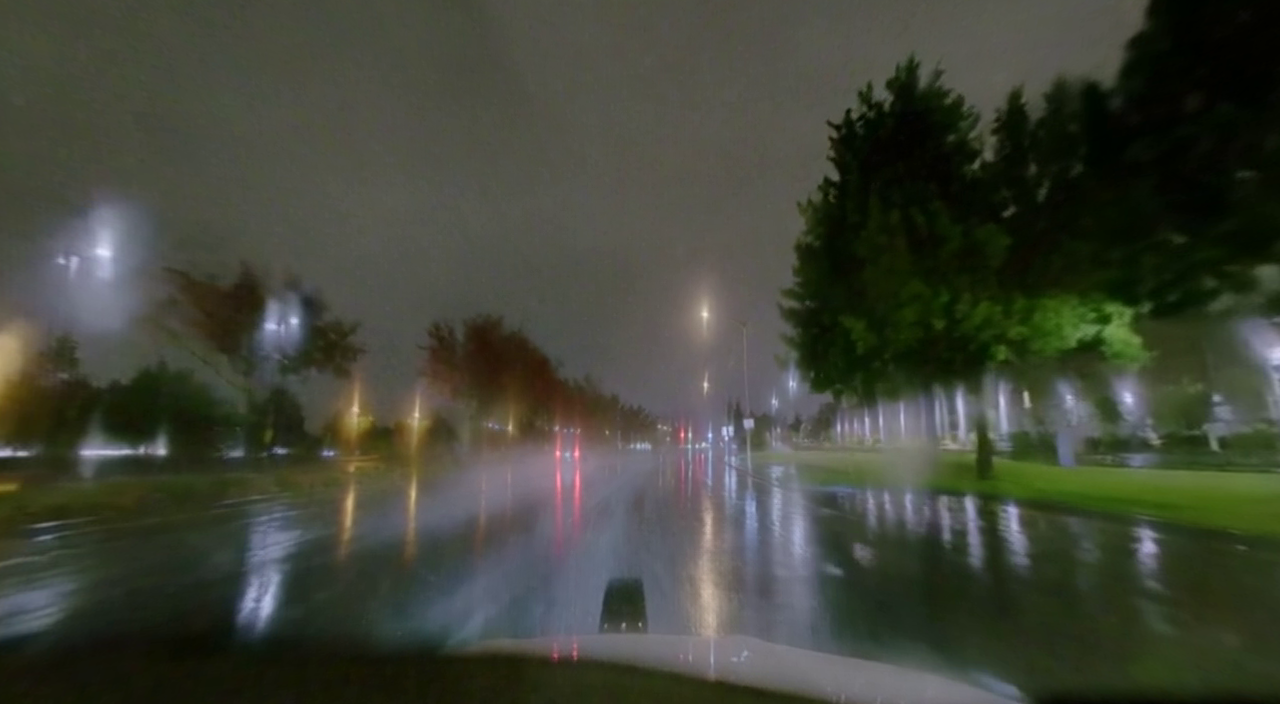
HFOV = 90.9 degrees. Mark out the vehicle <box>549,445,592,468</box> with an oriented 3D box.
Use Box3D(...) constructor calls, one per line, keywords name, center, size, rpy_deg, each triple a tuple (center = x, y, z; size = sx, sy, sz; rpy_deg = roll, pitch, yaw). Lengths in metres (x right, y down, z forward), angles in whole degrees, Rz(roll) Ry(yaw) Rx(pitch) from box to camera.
Box3D(name="vehicle", center=(-4.514, 6.892, 41.866), size=(1.945, 1.461, 4.605), rpy_deg=(-1, -9, 5))
